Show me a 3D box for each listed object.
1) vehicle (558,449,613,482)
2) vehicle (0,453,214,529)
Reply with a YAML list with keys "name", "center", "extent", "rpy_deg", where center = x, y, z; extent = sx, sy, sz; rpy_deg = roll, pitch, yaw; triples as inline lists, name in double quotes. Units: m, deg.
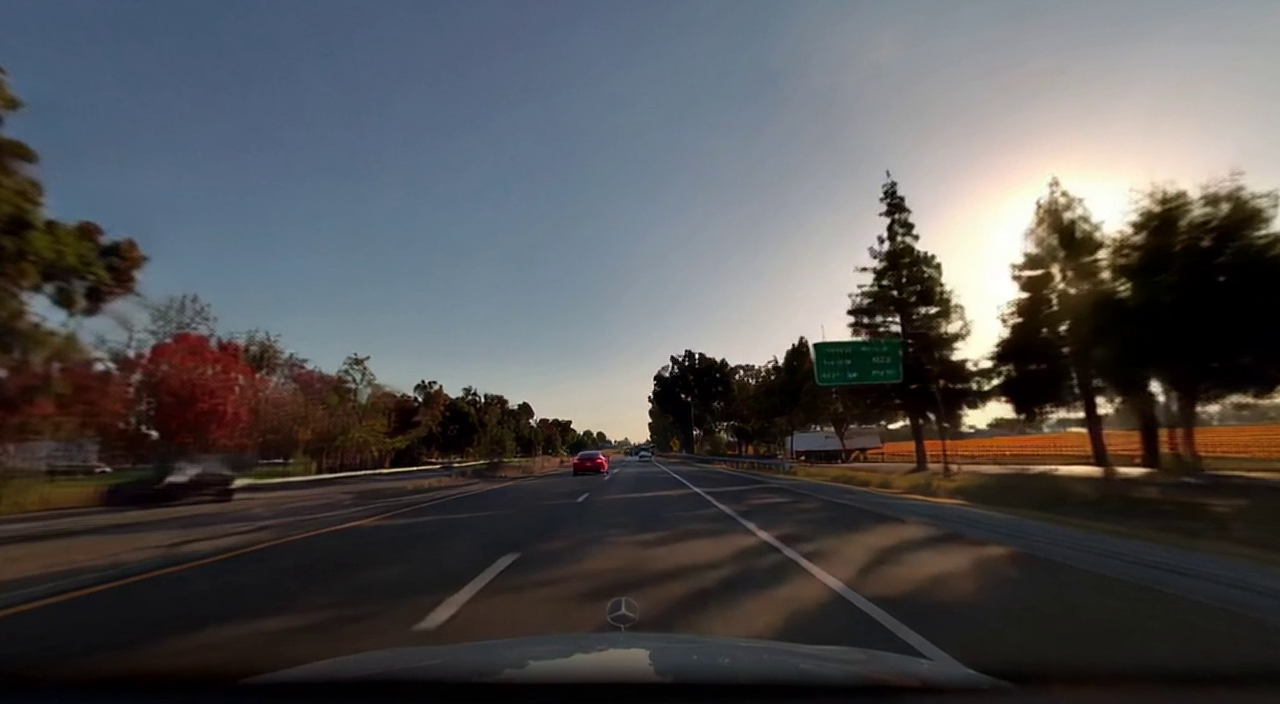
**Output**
- name: "vehicle"
  center: [-2.585, 5.543, 31.130]
  extent: [2.170, 1.451, 4.584]
  rpy_deg: [0, -9, 2]
- name: "vehicle"
  center: [-12.400, 3.184, 15.019]
  extent: [1.783, 1.520, 3.915]
  rpy_deg: [0, -9, -1]
